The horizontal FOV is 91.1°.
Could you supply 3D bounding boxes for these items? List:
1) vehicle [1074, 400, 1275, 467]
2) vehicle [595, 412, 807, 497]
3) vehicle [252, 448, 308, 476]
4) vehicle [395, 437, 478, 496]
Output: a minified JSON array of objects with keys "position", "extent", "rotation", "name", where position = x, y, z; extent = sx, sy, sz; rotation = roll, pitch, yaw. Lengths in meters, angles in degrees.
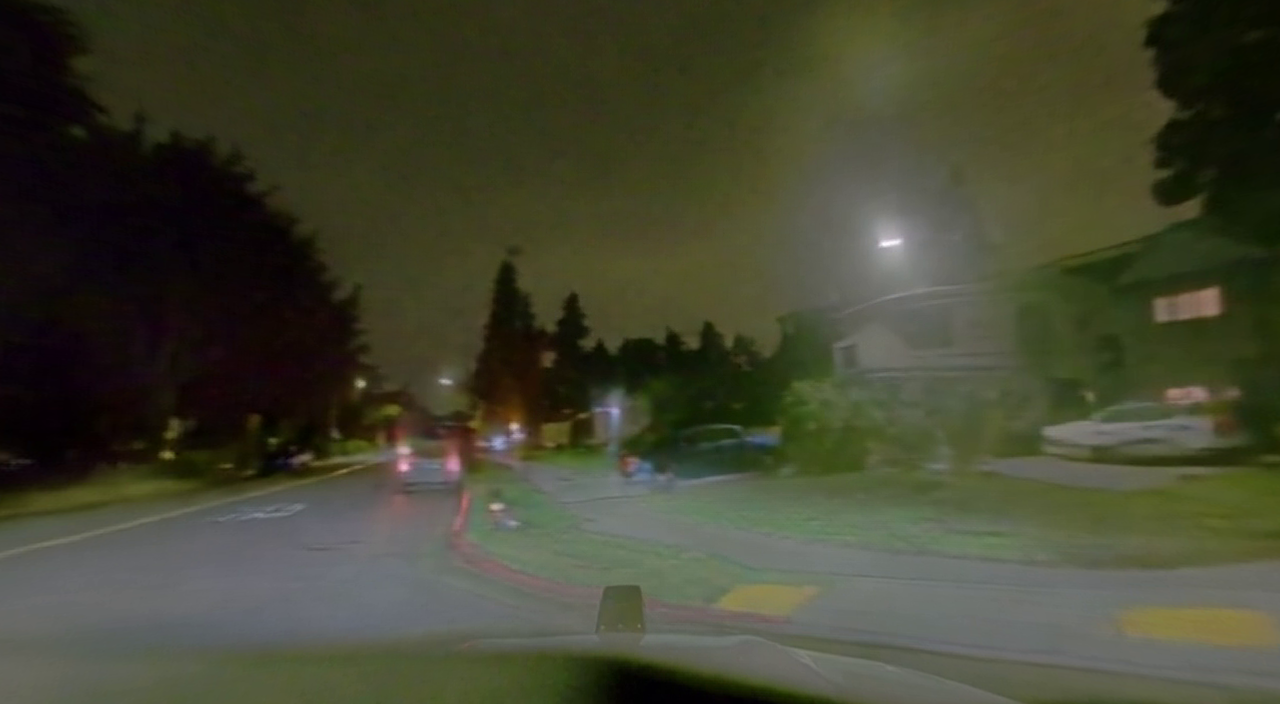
[{"position":[13.697,2.062,16.166],"extent":[3.896,1.447,1.919],"rotation":[-1,-6,-14],"name":"vehicle"},{"position":[1.380,2.405,15.116],"extent":[4.595,1.620,1.984],"rotation":[-1,-8,-13],"name":"vehicle"},{"position":[-22.115,6.727,38.751],"extent":[2.033,1.456,4.370],"rotation":[-2,-7,-17],"name":"vehicle"},{"position":[-6.488,3.604,20.338],"extent":[2.242,1.661,4.273],"rotation":[2,-8,-16],"name":"vehicle"}]
